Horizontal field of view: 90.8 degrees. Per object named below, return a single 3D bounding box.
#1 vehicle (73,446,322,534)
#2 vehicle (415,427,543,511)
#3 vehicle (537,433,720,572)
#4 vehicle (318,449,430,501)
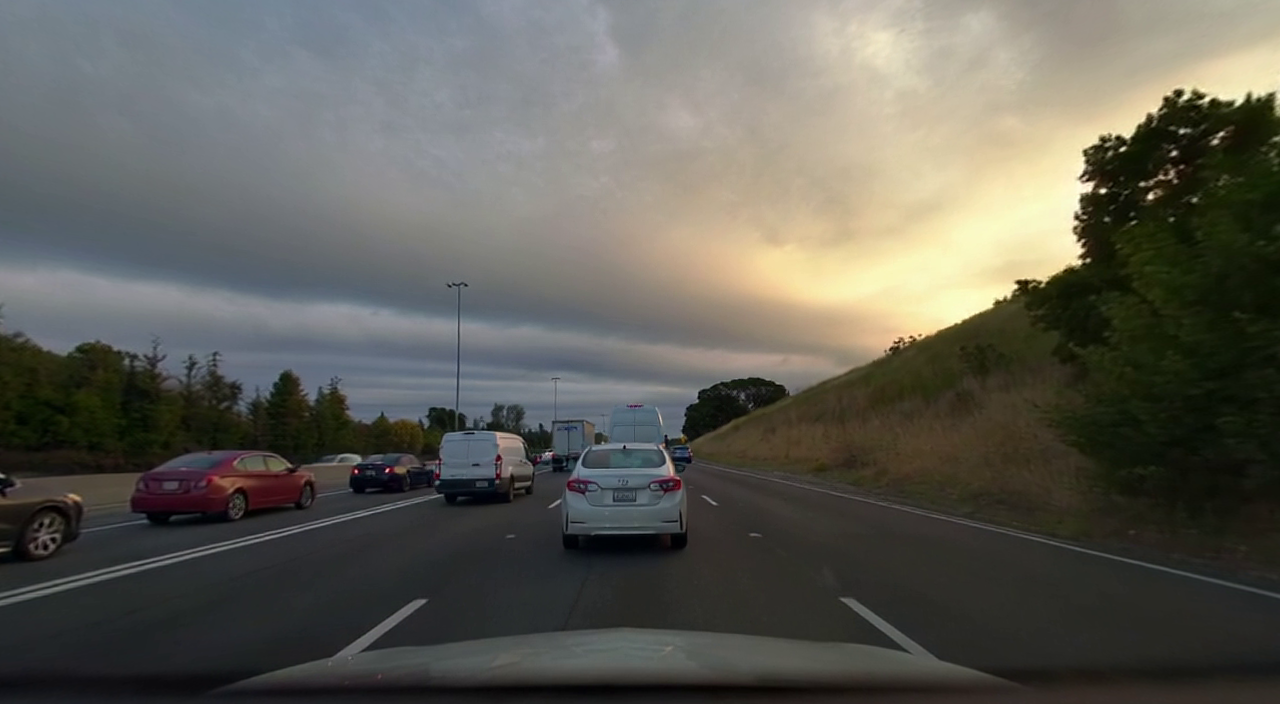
[{"bbox_3d":[-8.705,2.711,13.044,1.884,1.484,4.389,-1,-9,1],"label":"vehicle"},{"bbox_3d":[-4.089,3.073,16.947,2.055,1.913,4.584,-1,-9,2],"label":"vehicle"},{"bbox_3d":[-0.144,1.918,8.671,1.995,1.495,3.380,0,-9,-1],"label":"vehicle"},{"bbox_3d":[-8.388,3.883,20.284,1.826,1.465,3.916,-1,-9,1],"label":"vehicle"}]
